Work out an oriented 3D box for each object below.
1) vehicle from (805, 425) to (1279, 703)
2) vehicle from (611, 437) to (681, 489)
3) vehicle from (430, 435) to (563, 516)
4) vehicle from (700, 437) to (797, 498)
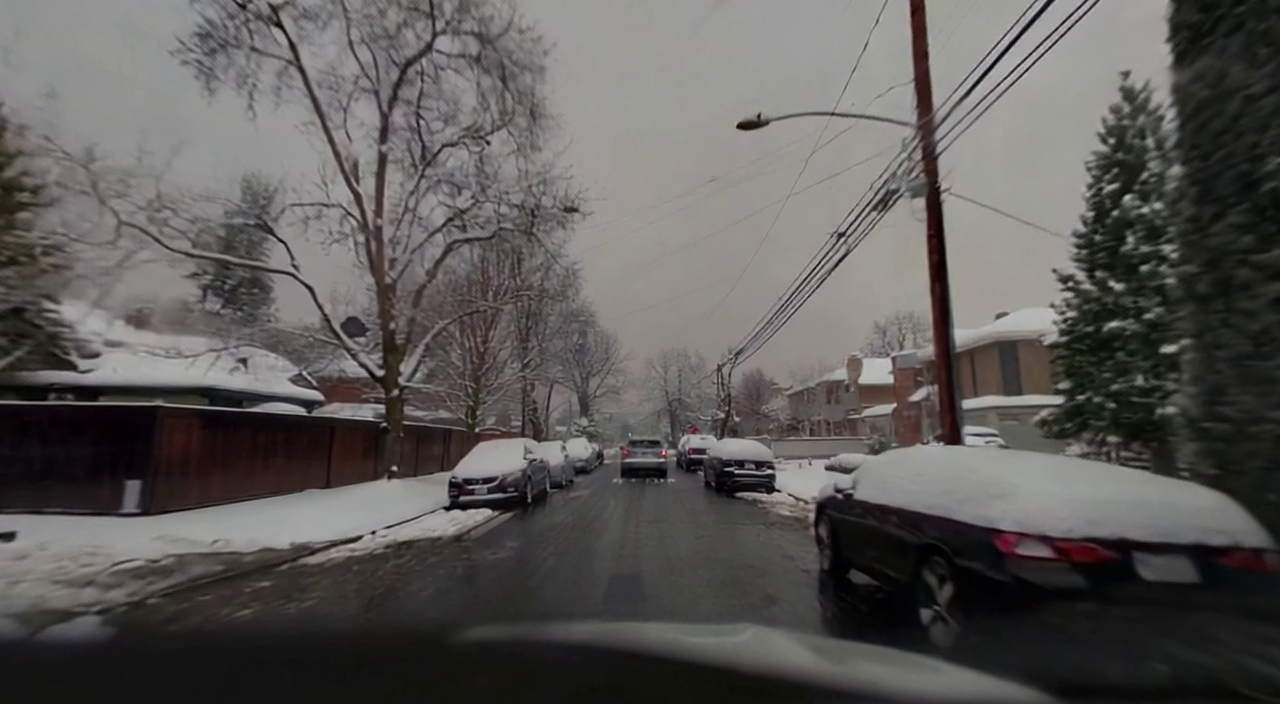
[{"bbox_3d":[2.907,1.387,4.980,1.961,1.481,4.494,0,-8,0],"label":"vehicle"},{"bbox_3d":[0.181,3.519,20.371,2.010,1.499,4.107,0,-8,0],"label":"vehicle"},{"bbox_3d":[-2.985,2.652,14.110,1.877,1.521,4.348,0,-8,1],"label":"vehicle"},{"bbox_3d":[3.006,3.292,18.413,1.967,1.563,4.237,0,-8,-2],"label":"vehicle"}]
